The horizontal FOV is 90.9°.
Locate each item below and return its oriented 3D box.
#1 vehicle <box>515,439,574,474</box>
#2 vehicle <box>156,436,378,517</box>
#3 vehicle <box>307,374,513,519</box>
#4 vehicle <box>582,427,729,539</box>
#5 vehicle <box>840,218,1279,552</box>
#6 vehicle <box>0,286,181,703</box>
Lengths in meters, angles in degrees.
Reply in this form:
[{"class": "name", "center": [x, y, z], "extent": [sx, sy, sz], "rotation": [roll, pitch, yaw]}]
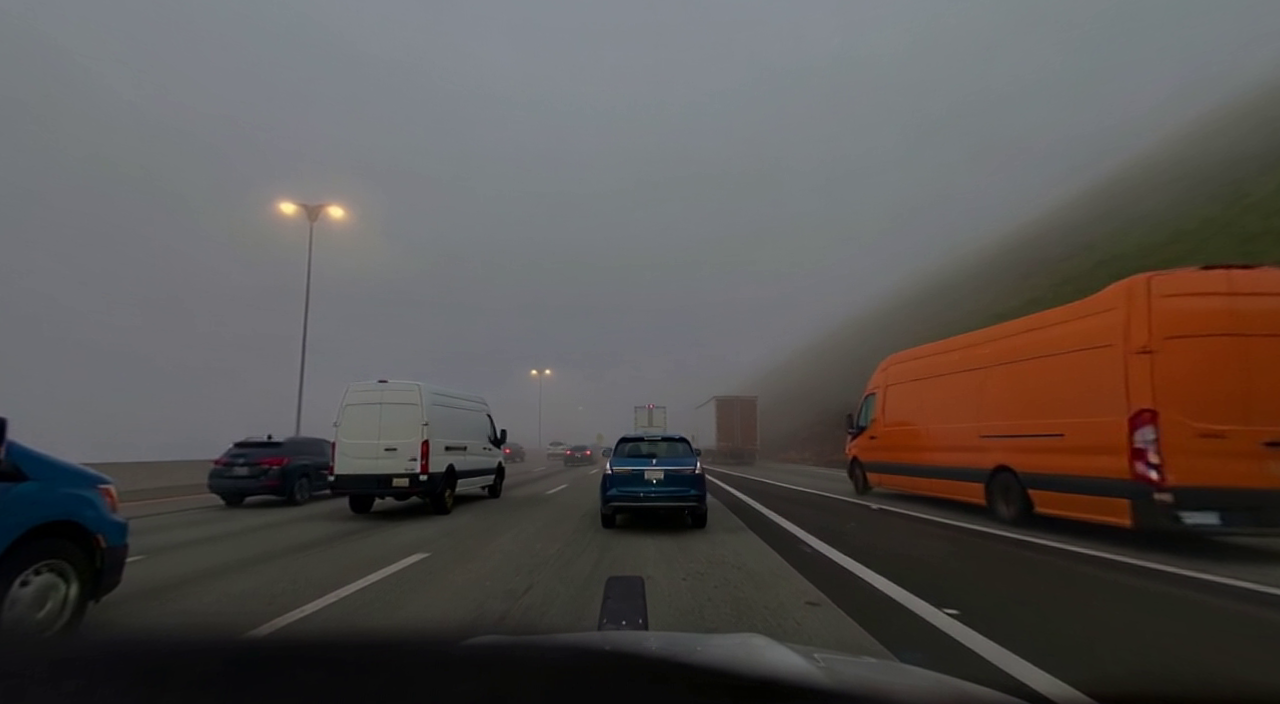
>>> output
[{"class": "vehicle", "center": [-4.341, 4.834, 29.446], "extent": [2.007, 1.457, 4.447], "rotation": [0, -8, 1]}, {"class": "vehicle", "center": [-7.844, 2.623, 13.965], "extent": [1.968, 1.459, 4.737], "rotation": [-1, -8, 1]}, {"class": "vehicle", "center": [-4.608, 2.072, 13.975], "extent": [2.300, 2.522, 5.701], "rotation": [0, -8, 1]}, {"class": "vehicle", "center": [0.164, 2.076, 10.631], "extent": [2.003, 1.499, 3.930], "rotation": [0, -8, -1]}, {"class": "vehicle", "center": [8.129, 1.141, 12.562], "extent": [2.977, 3.878, 11.111], "rotation": [1, -9, -10]}, {"class": "vehicle", "center": [-4.275, 0.493, 1.527], "extent": [2.195, 2.086, 5.445], "rotation": [0, -8, 0]}]
